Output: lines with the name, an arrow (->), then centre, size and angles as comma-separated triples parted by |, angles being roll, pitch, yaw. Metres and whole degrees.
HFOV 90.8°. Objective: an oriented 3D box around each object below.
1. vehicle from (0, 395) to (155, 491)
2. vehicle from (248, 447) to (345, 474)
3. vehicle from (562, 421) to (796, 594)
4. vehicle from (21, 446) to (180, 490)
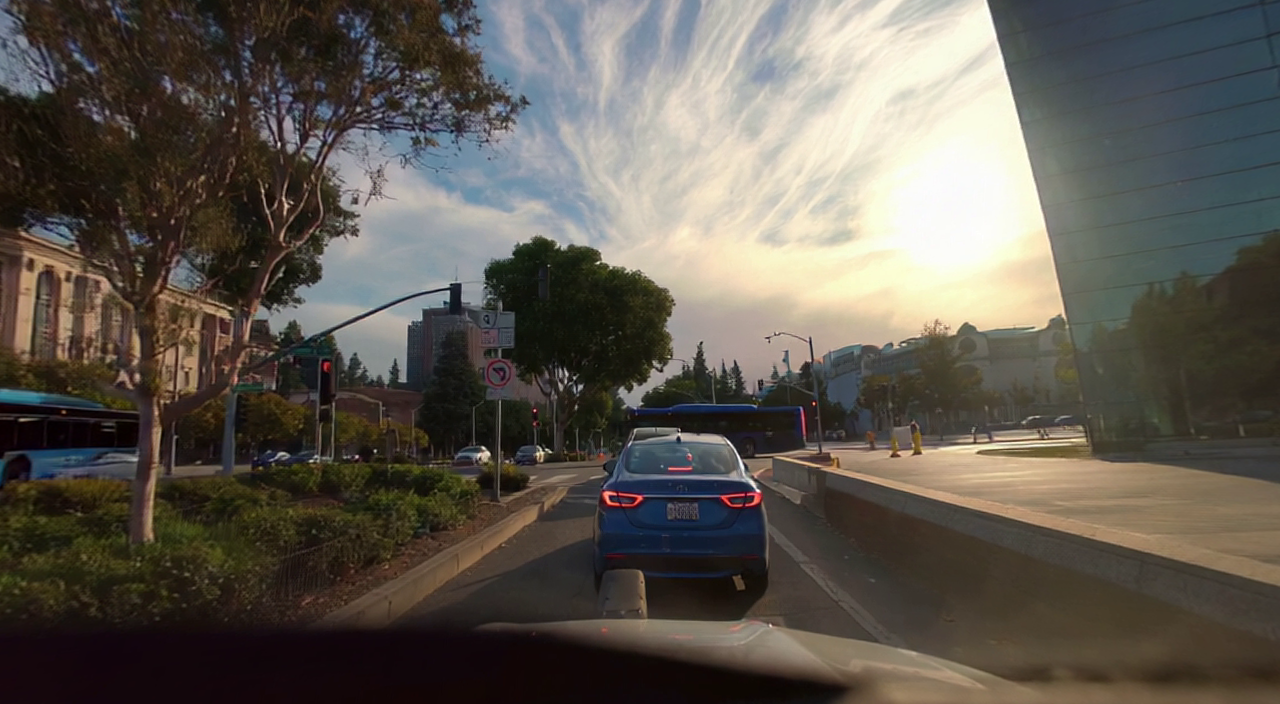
vehicle -> -25.949, 3.643, 25.324 | 2.692, 3.685, 10.153 | -3, -9, 20
vehicle -> -20.291, 6.379, 37.590 | 1.883, 1.461, 4.830 | -4, -9, 23
vehicle -> 0.372, 1.622, 7.394 | 2.006, 1.470, 3.799 | 0, -8, 1
vehicle -> -22.122, 4.723, 26.183 | 1.892, 1.645, 4.561 | -3, -9, 20
